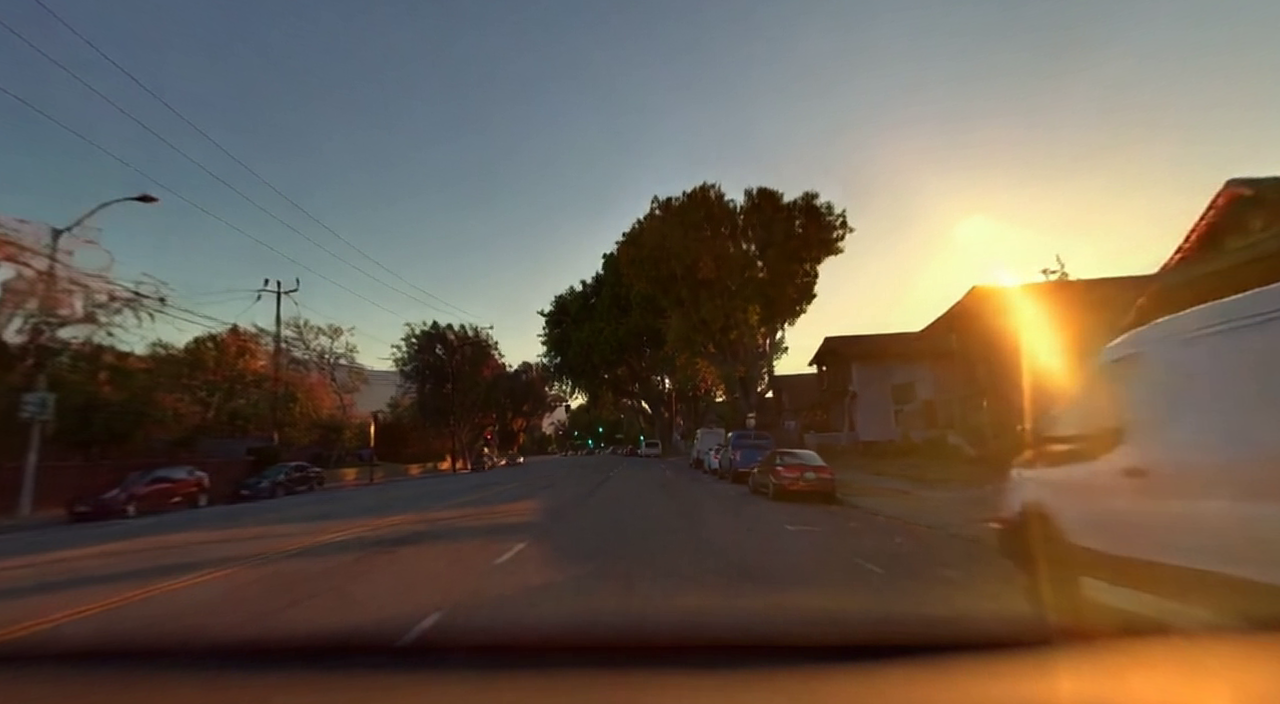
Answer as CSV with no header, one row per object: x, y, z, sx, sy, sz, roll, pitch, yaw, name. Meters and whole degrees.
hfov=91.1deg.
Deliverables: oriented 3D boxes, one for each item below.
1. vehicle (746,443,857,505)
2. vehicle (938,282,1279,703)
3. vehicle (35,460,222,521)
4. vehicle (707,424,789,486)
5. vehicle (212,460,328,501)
4.238,3.258,17.267,1.804,1.432,4.594,0,-9,0,vehicle
3.714,0.696,2.232,2.372,2.008,6.181,0,-9,1,vehicle
-15.168,4.089,19.023,1.992,1.517,4.426,0,-9,-2,vehicle
4.132,4.083,25.120,2.293,2.171,5.871,0,-9,1,vehicle
-15.266,5.290,26.279,1.944,1.454,4.581,-1,-9,2,vehicle
